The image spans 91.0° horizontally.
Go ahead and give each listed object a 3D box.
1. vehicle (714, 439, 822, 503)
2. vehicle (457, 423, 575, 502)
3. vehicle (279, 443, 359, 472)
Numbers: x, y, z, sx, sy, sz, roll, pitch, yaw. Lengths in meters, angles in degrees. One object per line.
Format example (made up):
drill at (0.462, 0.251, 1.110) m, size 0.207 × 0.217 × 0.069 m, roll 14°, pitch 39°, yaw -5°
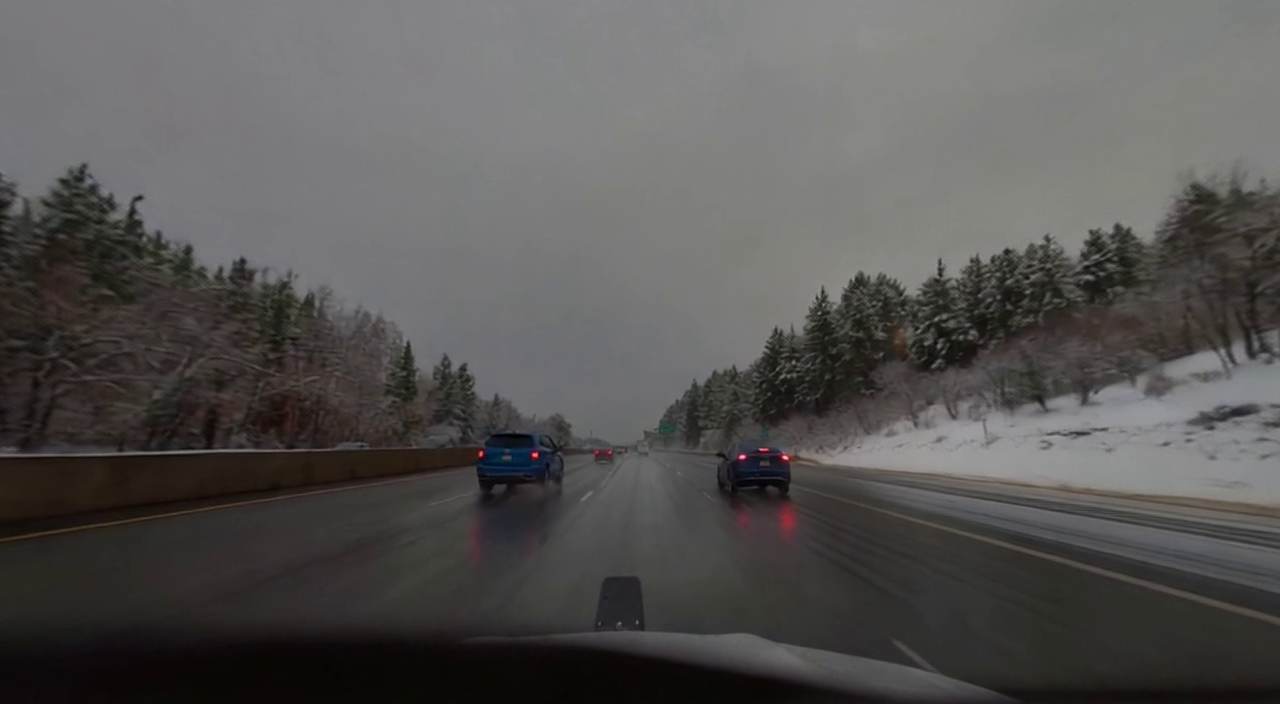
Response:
vehicle at (3.286, 3.117, 17.042) m, size 1.979 × 1.486 × 4.125 m, roll 0°, pitch -8°, yaw -1°
vehicle at (-3.036, 2.826, 16.503) m, size 2.137 × 1.756 × 4.453 m, roll 0°, pitch -8°, yaw 1°
vehicle at (-18.332, 6.035, 36.266) m, size 1.981 × 1.515 × 4.797 m, roll 0°, pitch -8°, yaw 1°
